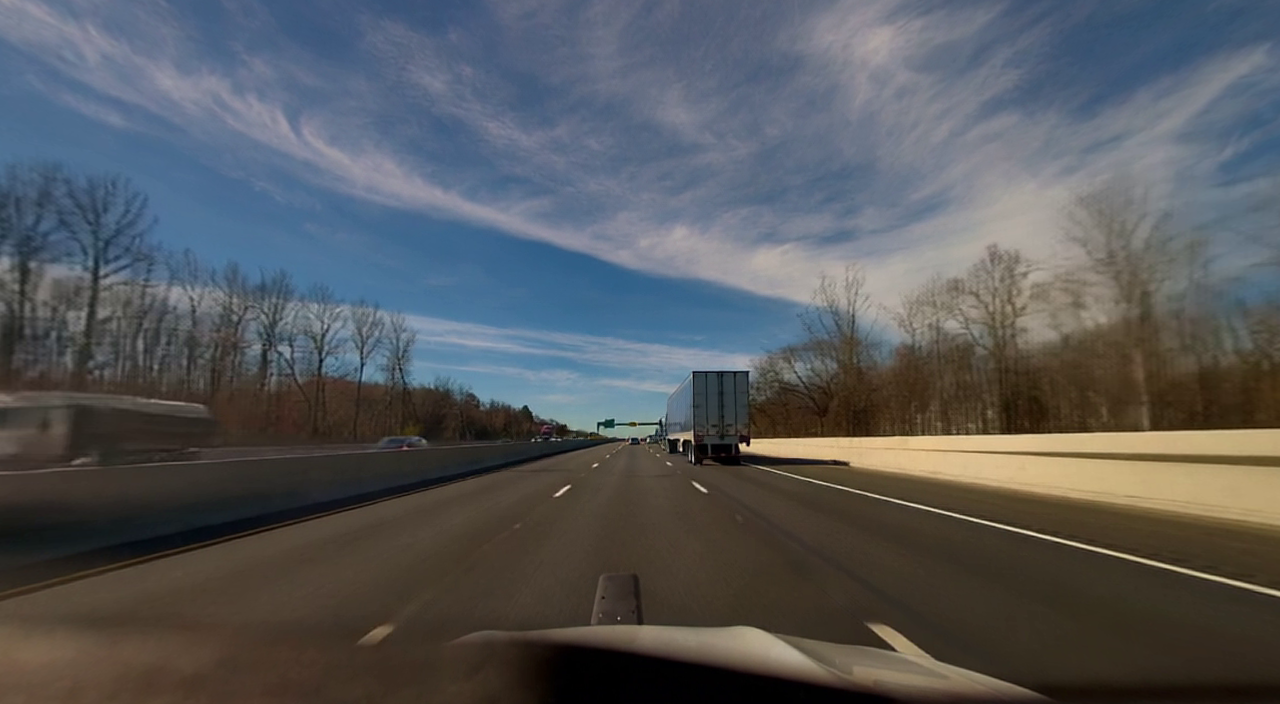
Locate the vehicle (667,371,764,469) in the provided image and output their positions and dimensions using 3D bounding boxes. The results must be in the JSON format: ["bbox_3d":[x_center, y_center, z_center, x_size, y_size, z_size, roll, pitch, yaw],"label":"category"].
[{"bbox_3d":[3.535,3.876,34.544,2.979,4.161,15.508,1,-7,-2],"label":"vehicle"}]

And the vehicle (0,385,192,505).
[{"bbox_3d":[-15.572,2.430,16.601,2.333,2.686,7.040,0,-8,-1],"label":"vehicle"}]

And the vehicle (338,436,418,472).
[{"bbox_3d":[-12.008,4.663,29.153,1.870,1.516,4.423,0,-8,-1],"label":"vehicle"}]
